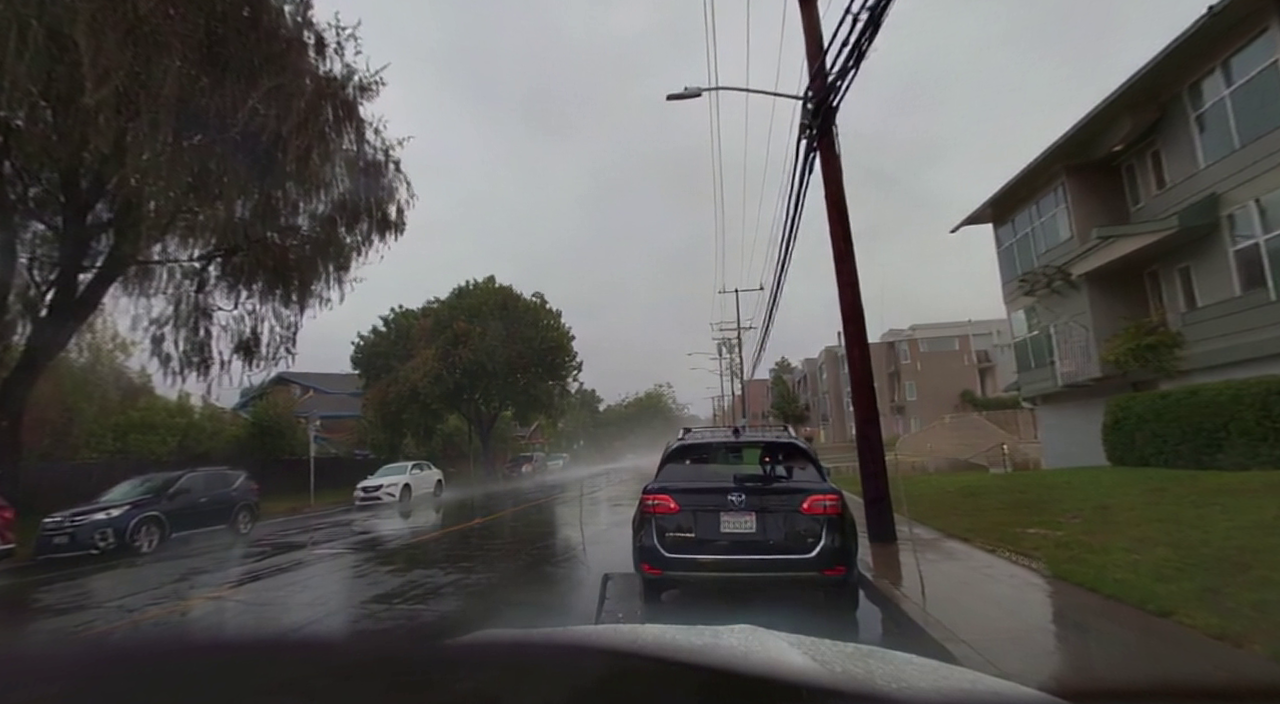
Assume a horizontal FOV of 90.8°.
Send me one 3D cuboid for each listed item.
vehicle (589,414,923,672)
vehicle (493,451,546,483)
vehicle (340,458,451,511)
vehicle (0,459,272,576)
[{"bbox_3d":[0.965,1.514,6.314,2.030,1.535,4.683,-1,-8,7],"label":"vehicle"},{"bbox_3d":[-7.519,7.212,39.893,2.011,1.801,4.676,-1,-8,6],"label":"vehicle"},{"bbox_3d":[-9.393,5.084,24.723,2.017,1.582,4.664,-8,-10,6],"label":"vehicle"},{"bbox_3d":[-10.131,3.234,13.119,2.068,1.745,4.579,-8,-10,3],"label":"vehicle"}]
